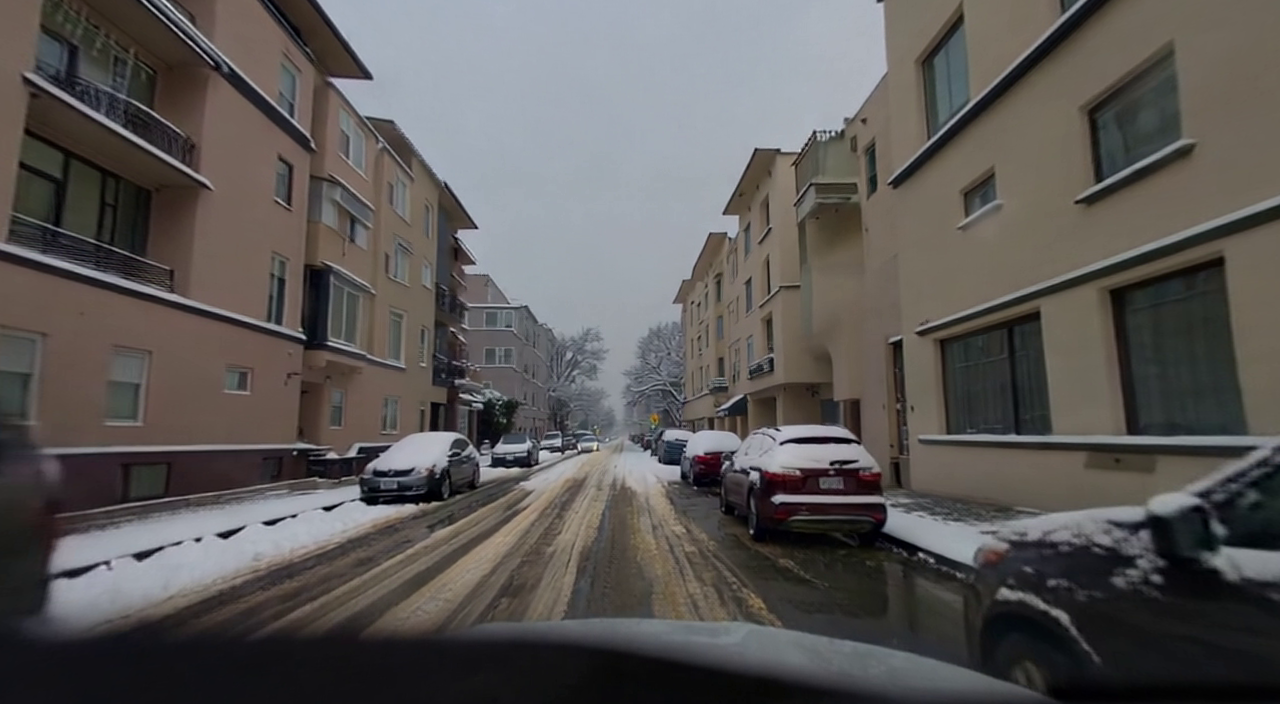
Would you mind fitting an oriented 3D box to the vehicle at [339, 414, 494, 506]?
[{"bbox_3d":[-4.564,2.322,13.677,1.883,1.499,4.426,6,-10,-3],"label":"vehicle"}]

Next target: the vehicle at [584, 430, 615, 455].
[{"bbox_3d":[-2.562,5.843,40.695,1.845,1.544,3.388,0,-8,-1],"label":"vehicle"}]

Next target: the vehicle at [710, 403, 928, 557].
[{"bbox_3d":[2.194,1.676,8.945,1.839,1.678,3.918,0,-8,-2],"label":"vehicle"}]

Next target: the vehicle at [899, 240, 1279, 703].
[{"bbox_3d":[2.255,0.607,1.055,1.897,1.717,4.028,0,-8,0],"label":"vehicle"}]

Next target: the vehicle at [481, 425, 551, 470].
[{"bbox_3d":[-4.884,3.852,25.370,1.942,1.521,3.761,5,-9,0],"label":"vehicle"}]
